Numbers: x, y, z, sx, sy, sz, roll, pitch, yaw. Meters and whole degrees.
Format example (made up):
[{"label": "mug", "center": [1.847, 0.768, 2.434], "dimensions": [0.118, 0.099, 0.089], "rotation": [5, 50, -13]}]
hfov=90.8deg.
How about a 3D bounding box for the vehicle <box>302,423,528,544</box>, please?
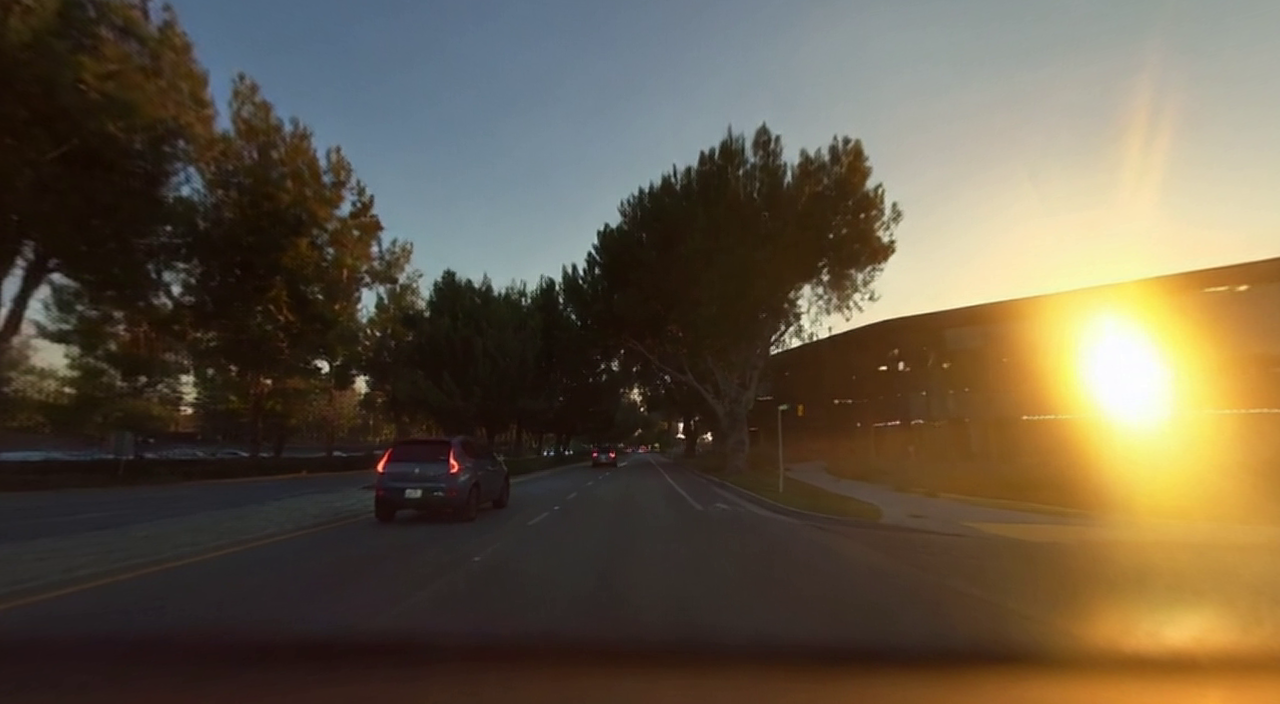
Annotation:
[{"label": "vehicle", "center": [-3.593, 2.208, 11.313], "dimensions": [2.202, 1.685, 4.772], "rotation": [0, -9, 1]}]
